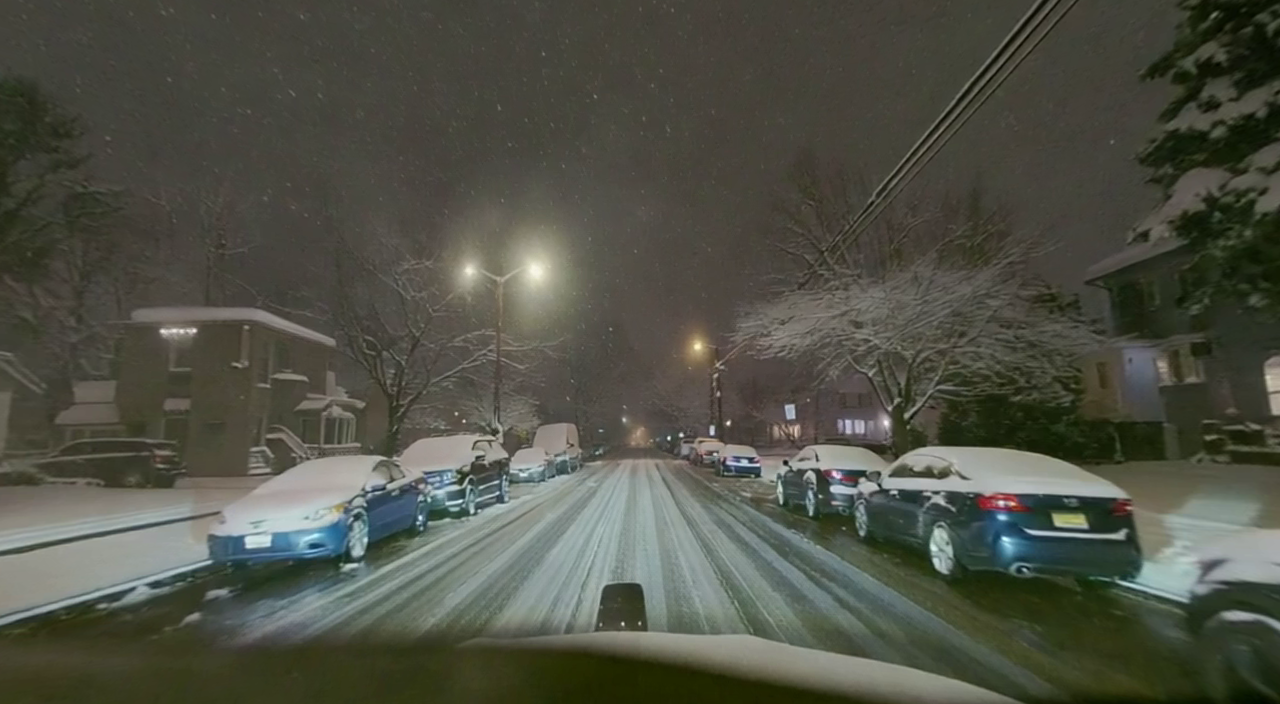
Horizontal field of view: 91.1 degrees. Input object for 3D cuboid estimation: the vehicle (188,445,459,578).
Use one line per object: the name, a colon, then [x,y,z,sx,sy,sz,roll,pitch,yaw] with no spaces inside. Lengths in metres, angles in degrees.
vehicle: [-4.604,2.325,10.146,2.008,1.524,4.602,-1,-8,0]

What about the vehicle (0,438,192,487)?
vehicle: [-17.442,3.519,20.120,4.573,1.460,2.022,0,-8,0]

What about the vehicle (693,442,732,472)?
vehicle: [4.254,6.193,37.343,1.839,1.520,4.498,3,-8,1]

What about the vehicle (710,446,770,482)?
vehicle: [4.303,4.861,27.544,1.846,1.351,4.272,3,-8,-1]

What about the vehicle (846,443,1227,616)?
vehicle: [4.205,1.881,7.733,1.852,1.487,4.327,0,-8,0]

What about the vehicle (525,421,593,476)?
vehicle: [-4.277,5.241,34.234,2.470,2.613,5.989,-4,-9,4]

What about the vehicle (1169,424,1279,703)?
vehicle: [3.968,0.882,1.134,1.893,1.500,4.830,3,-8,1]

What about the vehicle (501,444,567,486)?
vehicle: [-4.639,5.016,28.255,2.023,1.568,4.942,-3,-9,1]
